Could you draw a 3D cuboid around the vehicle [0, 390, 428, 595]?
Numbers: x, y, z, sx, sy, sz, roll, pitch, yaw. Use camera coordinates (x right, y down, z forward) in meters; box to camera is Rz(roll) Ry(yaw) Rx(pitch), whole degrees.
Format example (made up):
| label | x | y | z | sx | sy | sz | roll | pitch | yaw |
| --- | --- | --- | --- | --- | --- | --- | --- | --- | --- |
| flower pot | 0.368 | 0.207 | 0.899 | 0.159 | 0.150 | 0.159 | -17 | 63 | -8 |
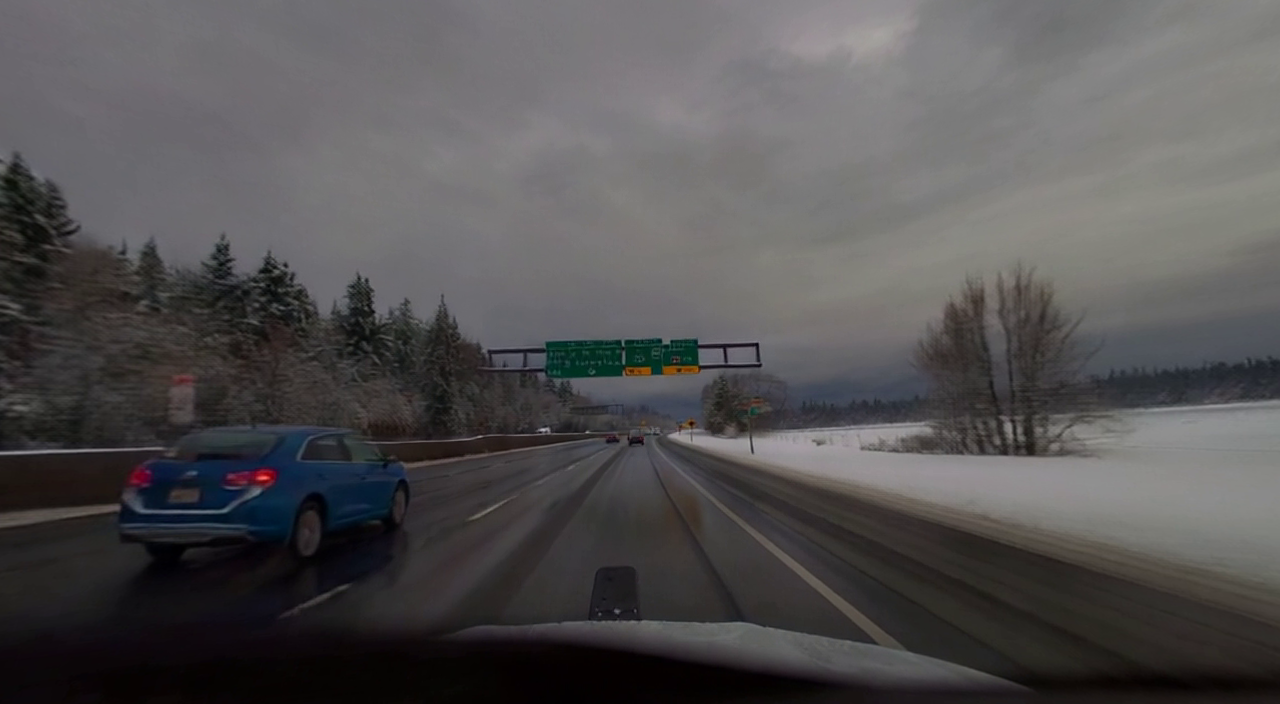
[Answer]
| label | x | y | z | sx | sy | sz | roll | pitch | yaw |
| --- | --- | --- | --- | --- | --- | --- | --- | --- | --- |
| vehicle | -4.273 | 1.414 | 7.328 | 2.052 | 1.626 | 4.514 | 0 | -8 | 0 |
